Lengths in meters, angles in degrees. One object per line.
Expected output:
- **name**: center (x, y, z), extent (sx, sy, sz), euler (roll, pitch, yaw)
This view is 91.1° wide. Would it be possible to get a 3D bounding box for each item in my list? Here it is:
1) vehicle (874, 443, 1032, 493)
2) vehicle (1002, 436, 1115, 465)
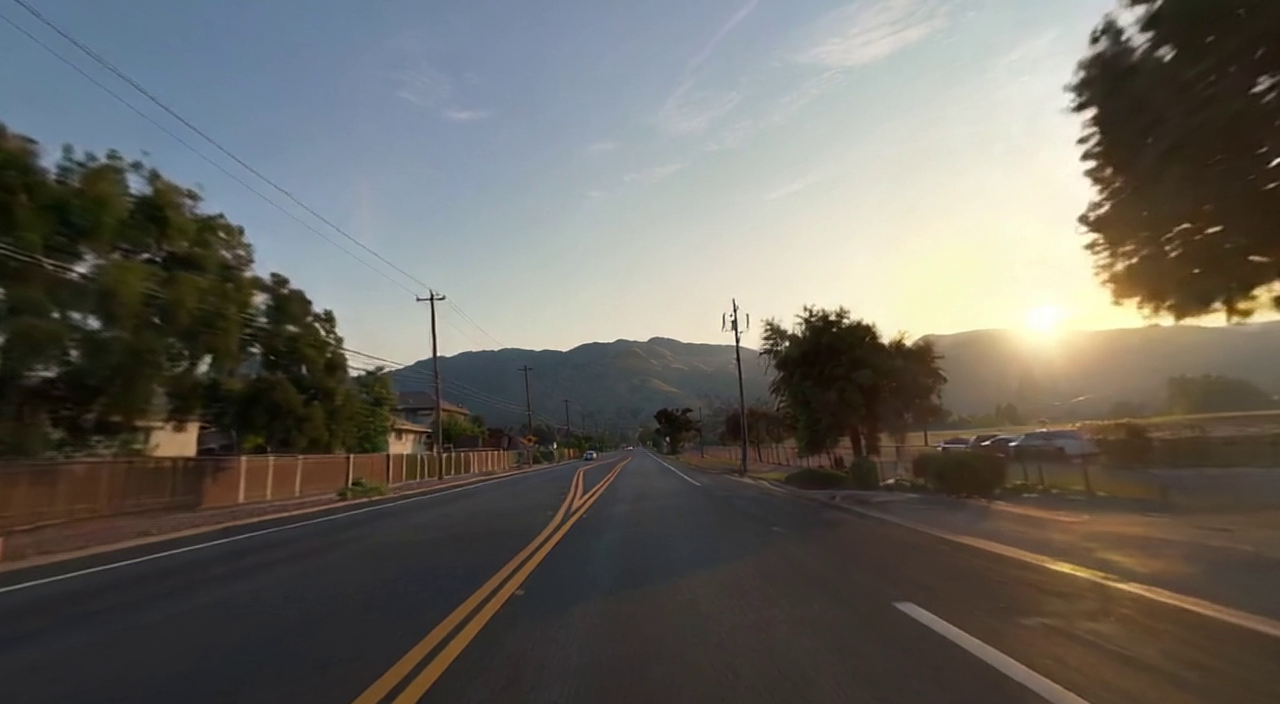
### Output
- **vehicle**: center (10.403, 3.877, 21.296), extent (4.540, 1.505, 2.021), euler (-3, -9, 21)
- **vehicle**: center (22.087, 5.210, 33.297), extent (4.490, 1.470, 1.979), euler (-1, -9, 3)
